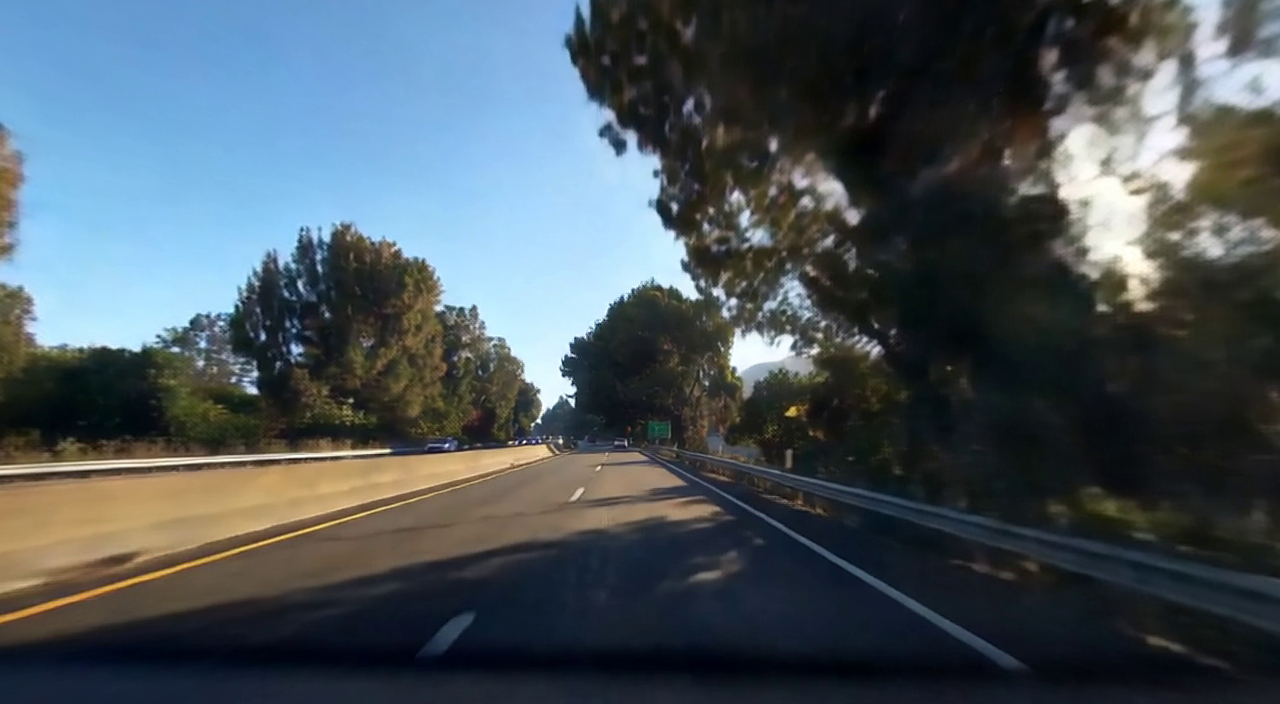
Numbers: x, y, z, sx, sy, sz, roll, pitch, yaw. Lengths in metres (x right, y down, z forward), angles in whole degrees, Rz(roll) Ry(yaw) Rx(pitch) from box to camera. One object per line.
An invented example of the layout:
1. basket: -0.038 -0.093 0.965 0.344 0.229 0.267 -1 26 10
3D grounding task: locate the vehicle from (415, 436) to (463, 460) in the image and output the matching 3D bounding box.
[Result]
1. vehicle: -13.590 6.485 42.794 1.972 1.503 3.935 0 -8 0
